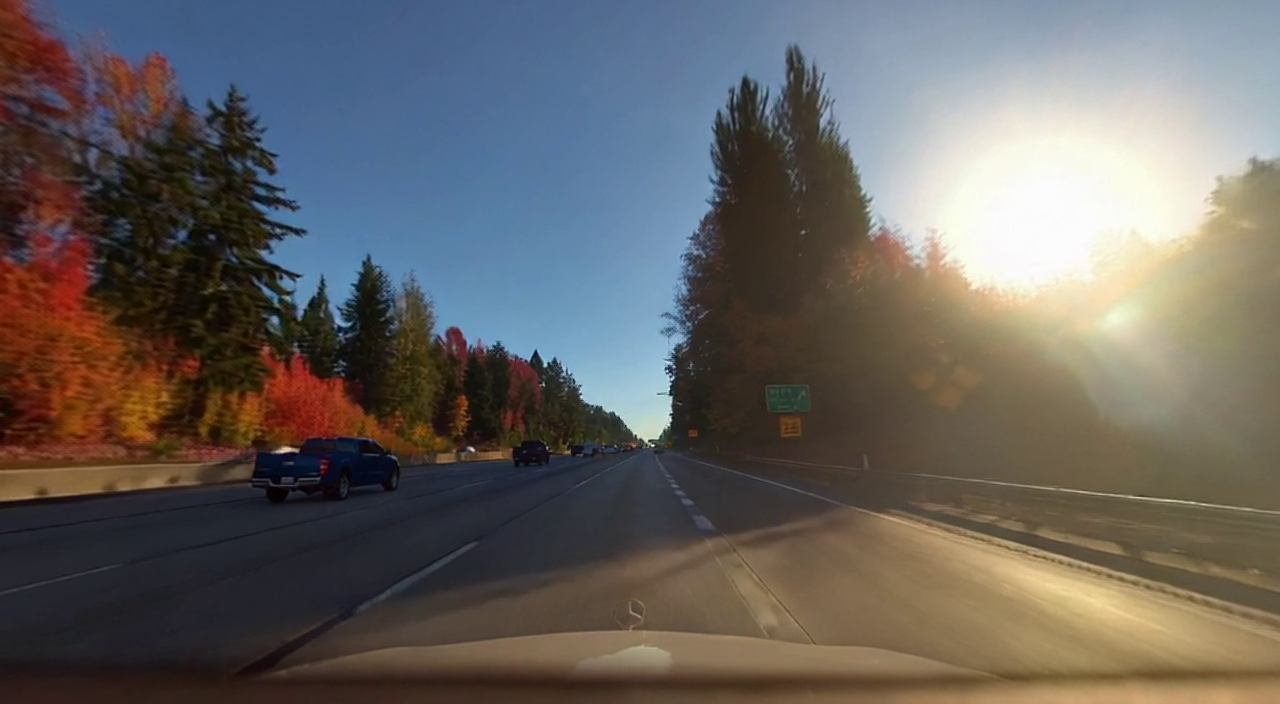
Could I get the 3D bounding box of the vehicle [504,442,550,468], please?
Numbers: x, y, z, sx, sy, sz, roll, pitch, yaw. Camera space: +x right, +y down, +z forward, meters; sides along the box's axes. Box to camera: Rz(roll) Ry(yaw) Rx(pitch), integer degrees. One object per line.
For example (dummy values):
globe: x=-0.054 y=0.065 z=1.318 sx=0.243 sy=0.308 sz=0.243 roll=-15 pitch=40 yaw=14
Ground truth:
vehicle: x=-6.794 y=6.223 z=38.335 sx=1.919 sy=1.499 sz=4.234 roll=0 pitch=-8 yaw=2

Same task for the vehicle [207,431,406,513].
vehicle: x=-7.320 y=2.663 z=14.544 sx=1.965 sy=1.567 sz=4.686 roll=0 pitch=-8 yaw=1
